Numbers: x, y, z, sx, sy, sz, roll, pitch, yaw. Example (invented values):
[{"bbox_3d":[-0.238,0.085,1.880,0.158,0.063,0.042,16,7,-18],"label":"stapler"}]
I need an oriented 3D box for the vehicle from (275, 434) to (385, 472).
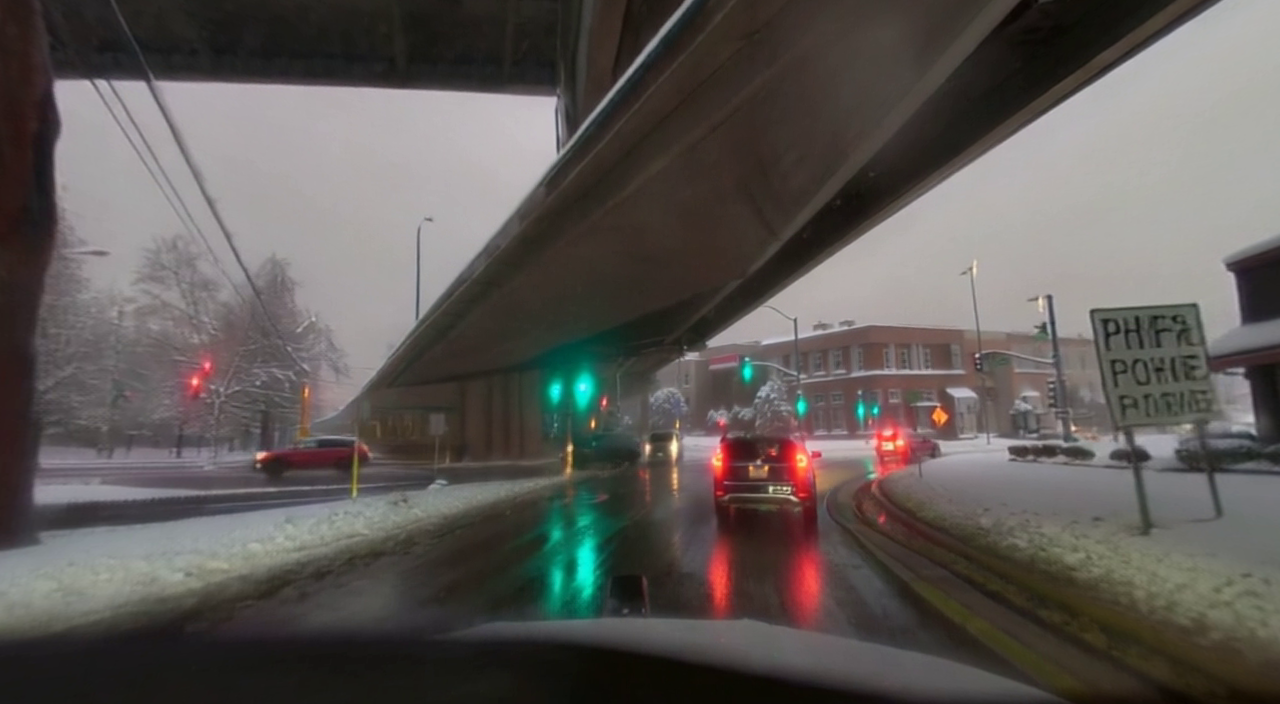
[{"bbox_3d":[-16.317,5.326,33.449,4.827,1.885,2.008,2,-9,-14],"label":"vehicle"}]

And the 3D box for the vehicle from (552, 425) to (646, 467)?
[{"bbox_3d":[-2.124,4.740,31.642,2.175,1.930,4.761,8,-12,-42],"label":"vehicle"}]

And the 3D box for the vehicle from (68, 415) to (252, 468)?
[{"bbox_3d":[-36.174,6.884,48.376,3.014,3.603,10.845,-4,-9,24],"label":"vehicle"}]

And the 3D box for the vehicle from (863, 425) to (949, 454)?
[{"bbox_3d":[15.719,5.194,37.244,4.755,1.623,2.290,5,-10,-32],"label":"vehicle"}]

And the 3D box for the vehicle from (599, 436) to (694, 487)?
[{"bbox_3d":[0.374,3.694,21.624,2.214,1.519,4.704,-2,-9,13],"label":"vehicle"}]

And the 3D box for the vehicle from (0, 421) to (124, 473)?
[{"bbox_3d":[-44.913,6.844,45.454,2.989,3.604,11.471,-4,-10,26],"label":"vehicle"}]

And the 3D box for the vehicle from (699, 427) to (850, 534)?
[{"bbox_3d":[2.400,2.254,11.701,2.195,1.571,4.353,-2,-9,10],"label":"vehicle"}]
